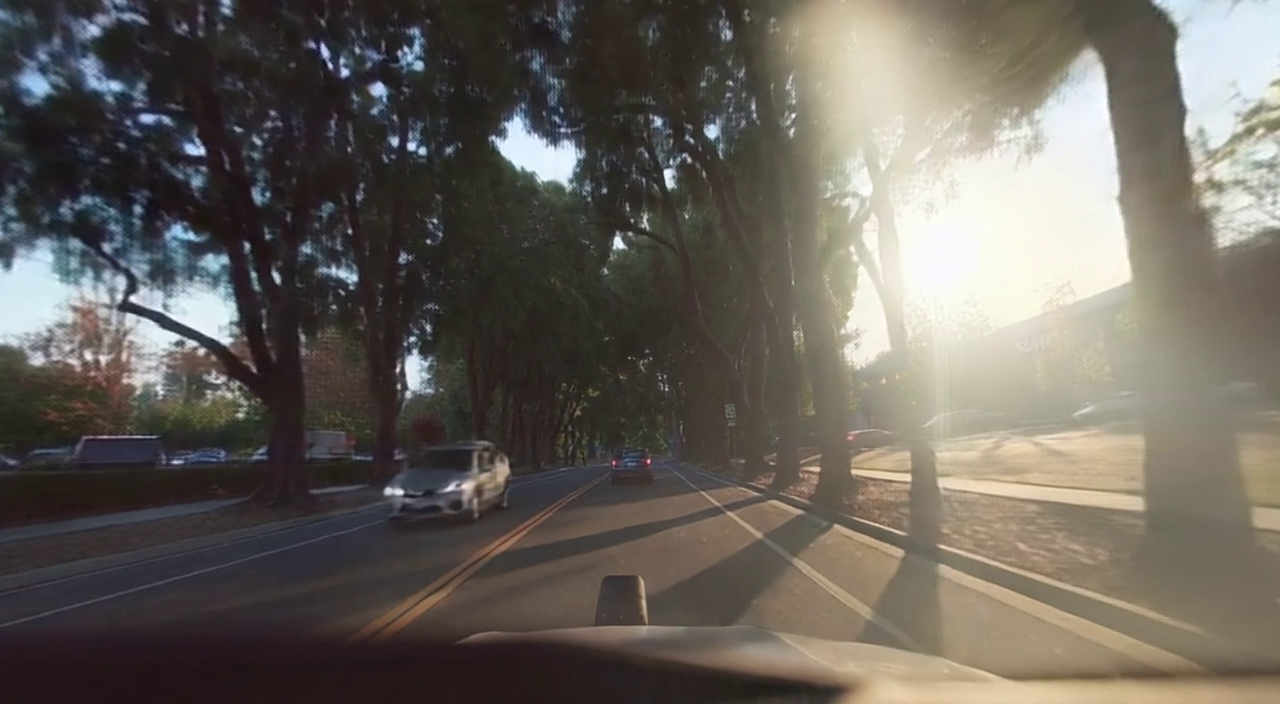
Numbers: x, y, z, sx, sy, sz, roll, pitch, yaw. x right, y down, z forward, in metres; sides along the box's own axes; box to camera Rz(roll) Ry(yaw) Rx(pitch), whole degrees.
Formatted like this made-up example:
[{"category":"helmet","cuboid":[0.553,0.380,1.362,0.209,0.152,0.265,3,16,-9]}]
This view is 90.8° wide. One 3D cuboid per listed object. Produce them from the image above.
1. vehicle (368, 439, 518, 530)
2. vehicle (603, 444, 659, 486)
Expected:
[{"category":"vehicle","cuboid":[-4.185,2.841,14.177,2.078,1.720,3.822,-1,-8,1]},{"category":"vehicle","cuboid":[-0.287,4.662,26.532,2.152,1.574,4.223,-1,-8,2]}]
